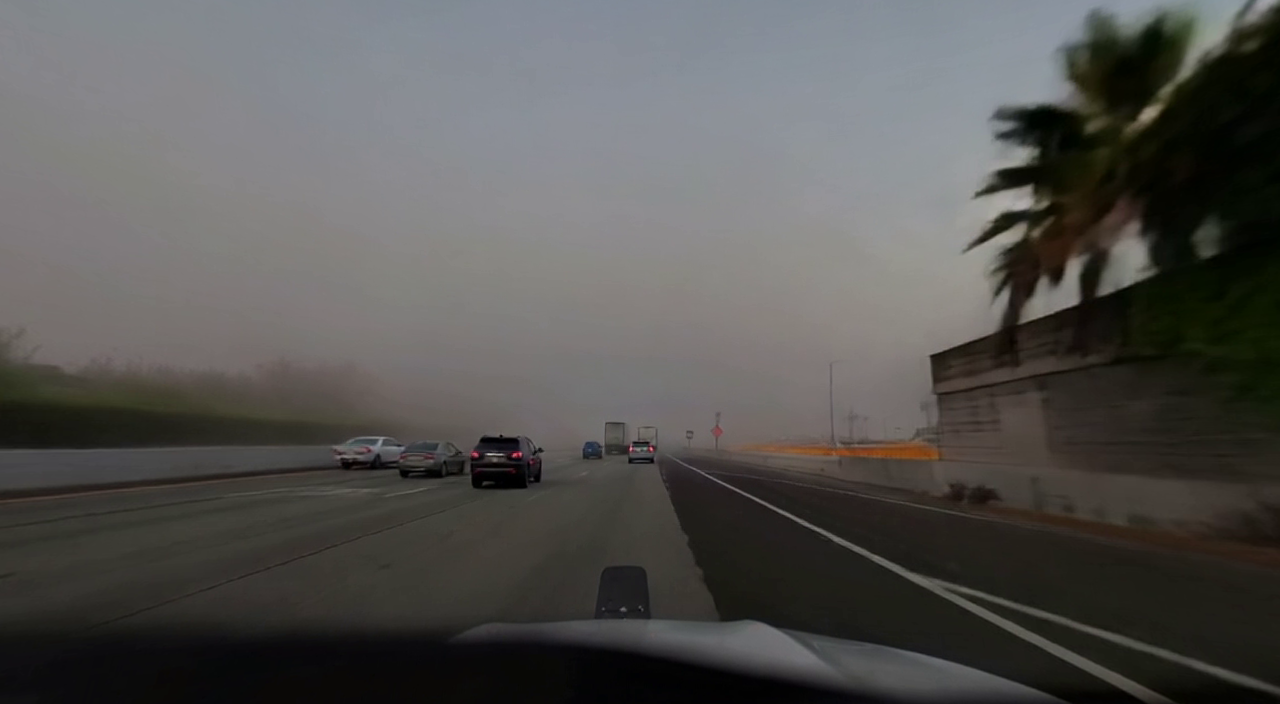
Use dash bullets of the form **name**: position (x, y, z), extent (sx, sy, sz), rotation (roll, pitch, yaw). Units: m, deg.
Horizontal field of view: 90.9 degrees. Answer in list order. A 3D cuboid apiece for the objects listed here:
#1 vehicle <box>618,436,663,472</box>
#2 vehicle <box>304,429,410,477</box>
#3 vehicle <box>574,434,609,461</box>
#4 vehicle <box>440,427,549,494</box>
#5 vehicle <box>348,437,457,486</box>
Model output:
- **vehicle**: position (0.060, 5.114, 31.935), extent (2.136, 1.678, 4.052), rotation (0, -8, 1)
- **vehicle**: position (-11.899, 4.273, 26.999), extent (2.077, 1.829, 5.101), rotation (0, -8, 1)
- **vehicle**: position (-3.674, 7.374, 48.791), extent (2.203, 1.958, 4.848), rotation (0, -8, 2)
- **vehicle**: position (-4.168, 3.186, 18.937), extent (2.108, 1.740, 4.549), rotation (0, -8, 1)
- **vehicle**: position (-7.953, 3.683, 21.595), extent (1.949, 1.476, 4.410), rotation (0, -8, 1)
